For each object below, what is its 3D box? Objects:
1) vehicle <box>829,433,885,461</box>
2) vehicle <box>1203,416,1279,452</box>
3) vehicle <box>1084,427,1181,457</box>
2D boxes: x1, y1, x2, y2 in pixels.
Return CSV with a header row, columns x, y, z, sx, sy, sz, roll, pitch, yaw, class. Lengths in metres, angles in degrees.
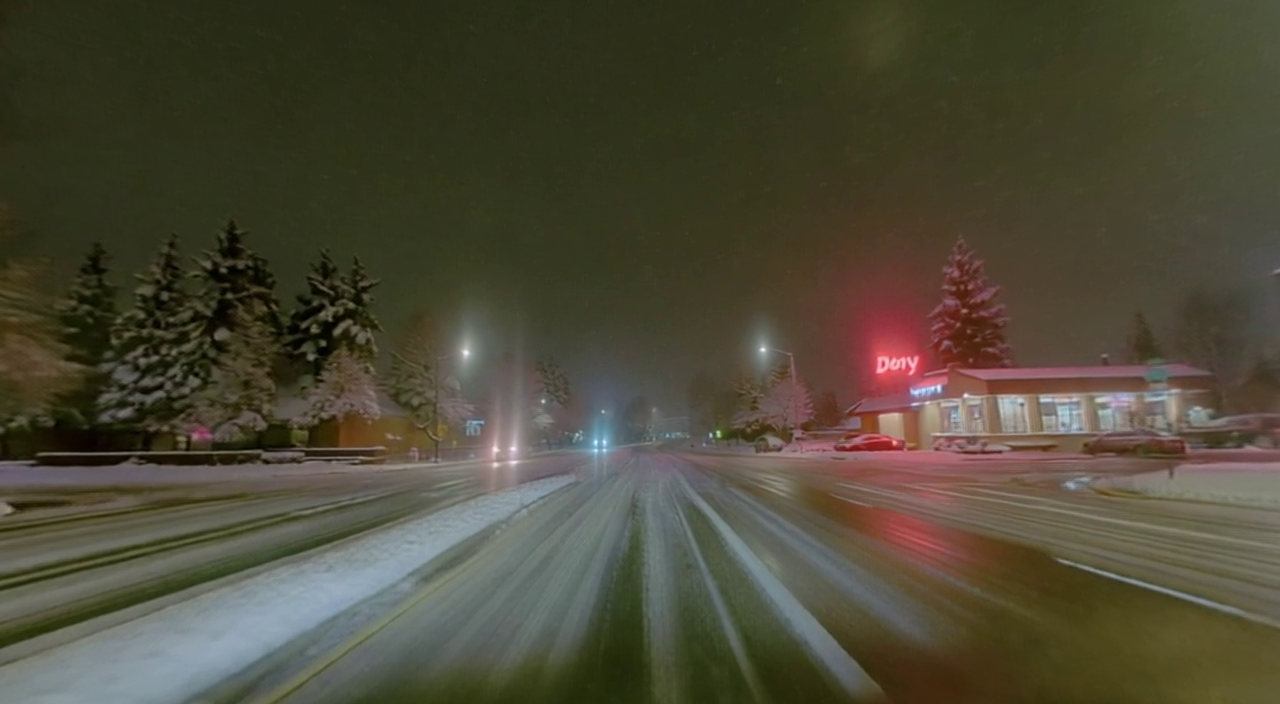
x,y,z,sx,sy,sz,roll,pitch,yaw,class
14.239,6.271,41.727,1.987,1.694,4.523,0,-8,-1,vehicle
35.231,4.666,35.723,2.028,1.886,5.190,0,-8,1,vehicle
26.999,4.971,34.848,1.836,1.497,4.419,0,-8,1,vehicle
